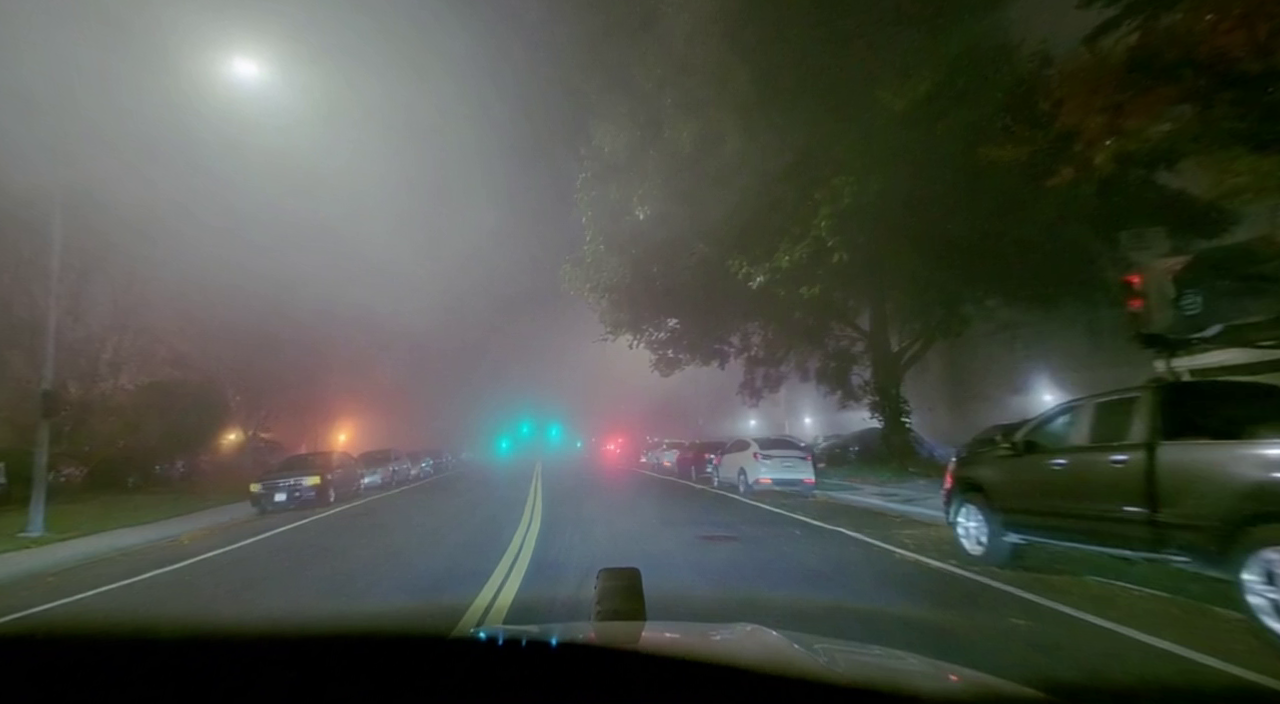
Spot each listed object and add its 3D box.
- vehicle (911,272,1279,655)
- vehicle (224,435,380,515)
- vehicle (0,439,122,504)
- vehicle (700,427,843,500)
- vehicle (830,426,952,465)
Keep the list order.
[{"bbox_3d":[4.604,0.791,4.692,2.259,2.118,5.567,1,-9,-5],"label":"vehicle"},{"bbox_3d":[-8.879,3.257,17.253,2.033,1.759,5.372,0,-9,-9],"label":"vehicle"},{"bbox_3d":[-17.701,3.273,17.295,4.914,1.646,2.175,0,-9,-7],"label":"vehicle"},{"bbox_3d":[2.967,2.649,15.437,1.861,1.490,4.619,1,-9,-9],"label":"vehicle"},{"bbox_3d":[10.075,3.781,25.492,4.070,1.472,1.967,1,-9,-10],"label":"vehicle"}]
